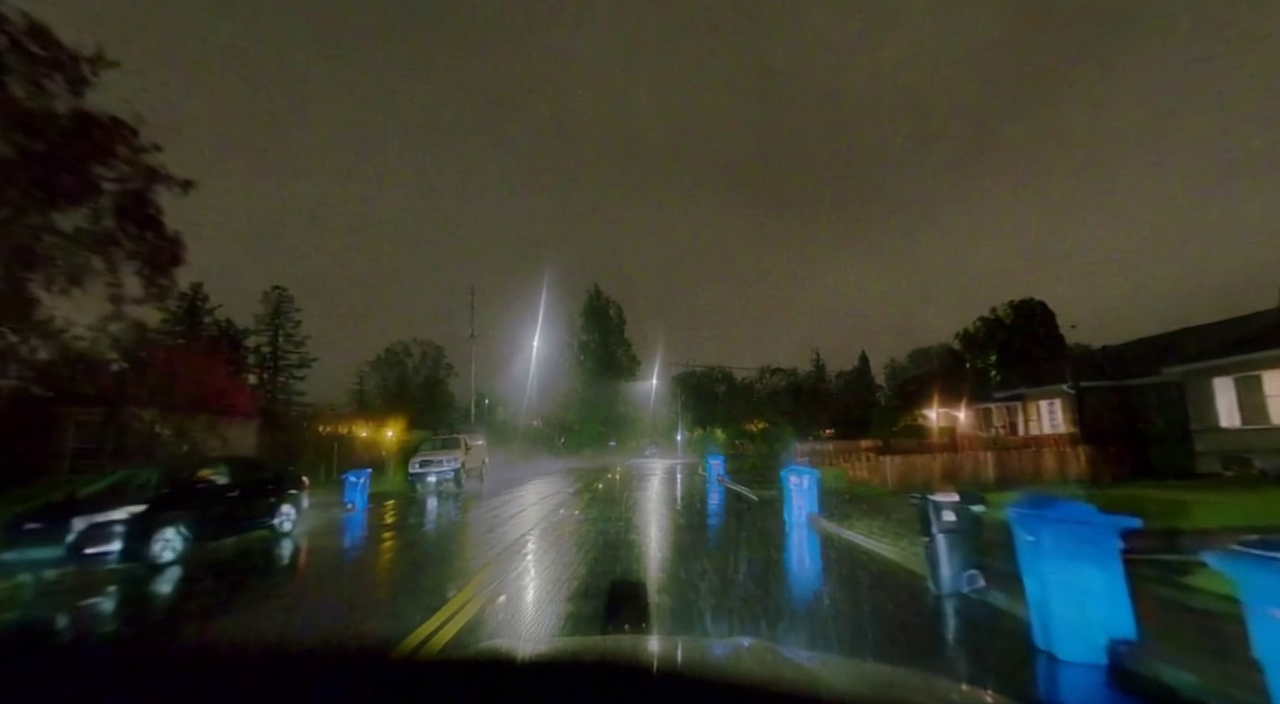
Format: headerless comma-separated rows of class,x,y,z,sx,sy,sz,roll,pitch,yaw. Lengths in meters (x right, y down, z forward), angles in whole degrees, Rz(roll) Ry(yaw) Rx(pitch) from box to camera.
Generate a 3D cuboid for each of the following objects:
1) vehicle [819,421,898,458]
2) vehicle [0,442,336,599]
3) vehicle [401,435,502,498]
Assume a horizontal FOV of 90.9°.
vehicle,11.288,4.581,32.980,2.189,1.756,5.053,1,-8,-2
vehicle,-6.377,2.138,9.012,1.945,1.530,4.430,-4,-8,-1
vehicle,-6.465,3.921,22.231,2.169,1.871,4.762,-2,-8,-1
